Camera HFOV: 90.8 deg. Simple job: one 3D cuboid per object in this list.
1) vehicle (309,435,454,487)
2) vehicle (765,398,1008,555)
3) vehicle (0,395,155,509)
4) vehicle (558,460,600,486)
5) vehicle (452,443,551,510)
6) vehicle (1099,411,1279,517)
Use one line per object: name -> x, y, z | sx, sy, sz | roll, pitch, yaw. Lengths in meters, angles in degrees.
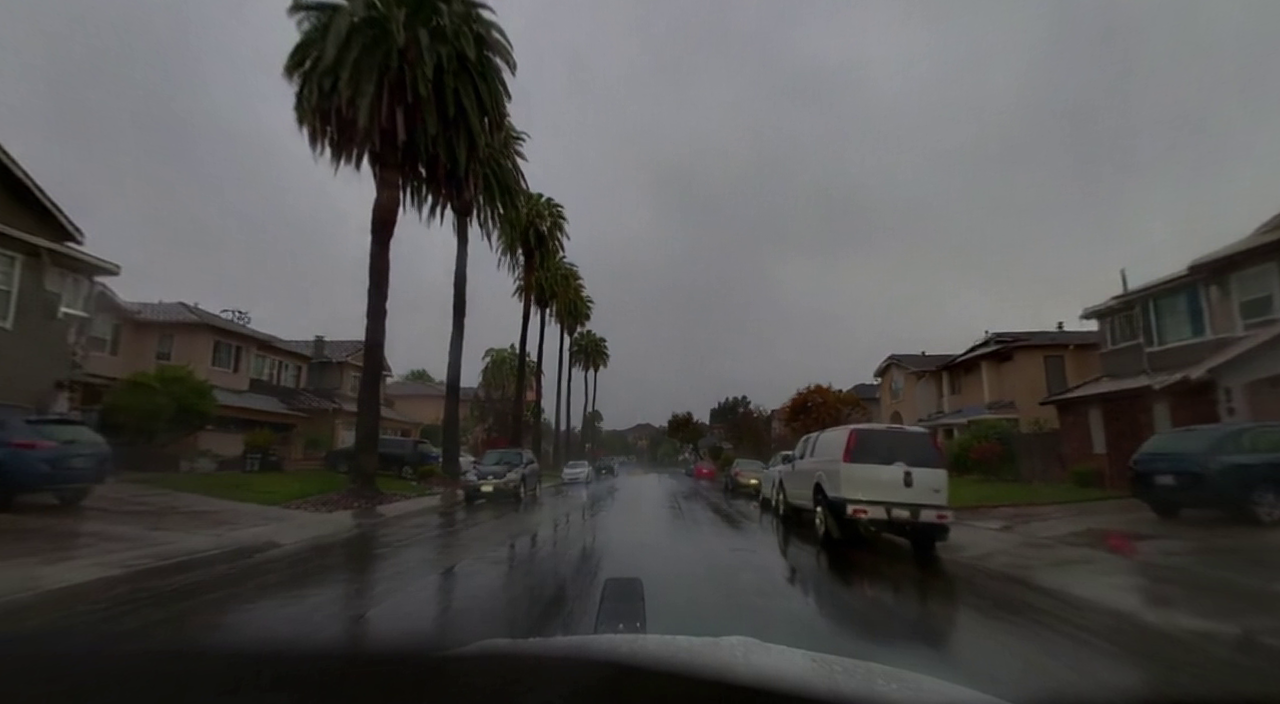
vehicle -> -10.618, 4.493, 26.303 | 4.991, 1.947, 2.329 | 1, -8, 0
vehicle -> 3.851, 2.113, 11.482 | 2.184, 2.038, 6.212 | 0, -9, 3
vehicle -> -11.371, 1.768, 11.049 | 4.161, 1.775, 1.961 | -2, -9, 3
vehicle -> -3.630, 7.342, 38.514 | 2.080, 1.479, 4.531 | 0, -10, 0
vehicle -> -4.312, 3.917, 20.541 | 2.147, 1.823, 4.725 | -1, -8, 0
vehicle -> 10.376, 1.752, 9.996 | 4.643, 1.520, 1.826 | -1, -9, 4
